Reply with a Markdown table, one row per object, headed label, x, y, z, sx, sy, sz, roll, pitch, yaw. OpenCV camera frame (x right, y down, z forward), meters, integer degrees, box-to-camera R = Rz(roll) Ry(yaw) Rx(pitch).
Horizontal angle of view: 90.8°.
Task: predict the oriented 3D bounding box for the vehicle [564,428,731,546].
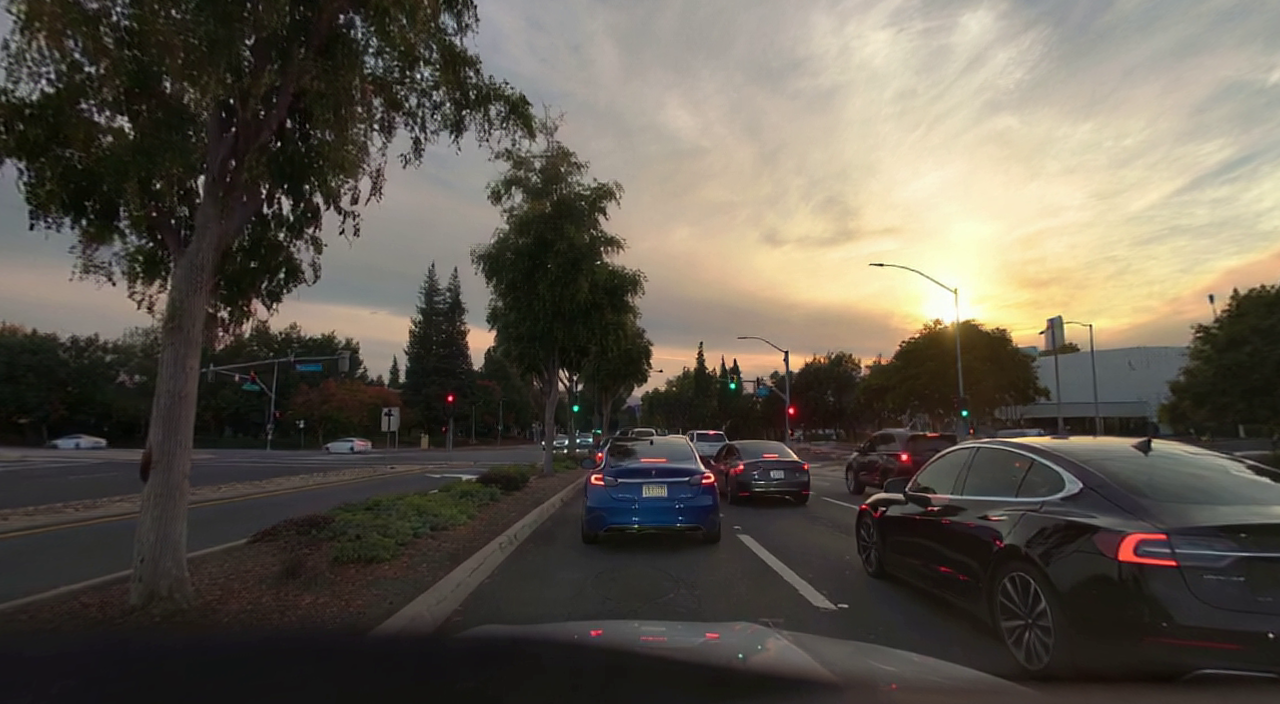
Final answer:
| label | x | y | z | sx | sy | sz | roll | pitch | yaw |
| --- | --- | --- | --- | --- | --- | --- | --- | --- | --- |
| vehicle | 0.030 | 2.061 | 10.327 | 2.147 | 1.499 | 4.240 | 0 | -8 | -2 |

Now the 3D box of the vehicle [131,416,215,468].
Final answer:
| label | x | y | z | sx | sy | sz | roll | pitch | yaw |
| --- | --- | --- | --- | --- | --- | --- | --- | --- | --- |
| vehicle | -29.255 | 5.640 | 39.709 | 2.608 | 2.990 | 3.026 | 2 | -8 | 1 |

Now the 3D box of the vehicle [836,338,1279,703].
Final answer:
| label | x | y | z | sx | sy | sz | roll | pitch | yaw |
| --- | --- | --- | --- | --- | --- | --- | --- | --- | --- |
| vehicle | 3.182 | 1.106 | 4.304 | 2.167 | 1.676 | 4.443 | 0 | -8 | -1 |

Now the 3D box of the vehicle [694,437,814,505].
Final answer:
| label | x | y | z | sx | sy | sz | roll | pitch | yaw |
| --- | --- | --- | --- | --- | --- | --- | --- | --- | --- |
| vehicle | 2.690 | 2.932 | 16.032 | 2.058 | 1.466 | 4.208 | 0 | -8 | -3 |

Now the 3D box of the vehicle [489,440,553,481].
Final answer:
| label | x | y | z | sx | sy | sz | roll | pitch | yaw |
| --- | --- | --- | --- | --- | --- | --- | --- | --- | --- |
| vehicle | -4.642 | 4.284 | 25.263 | 1.972 | 1.457 | 4.171 | 0 | -8 | -4 |
